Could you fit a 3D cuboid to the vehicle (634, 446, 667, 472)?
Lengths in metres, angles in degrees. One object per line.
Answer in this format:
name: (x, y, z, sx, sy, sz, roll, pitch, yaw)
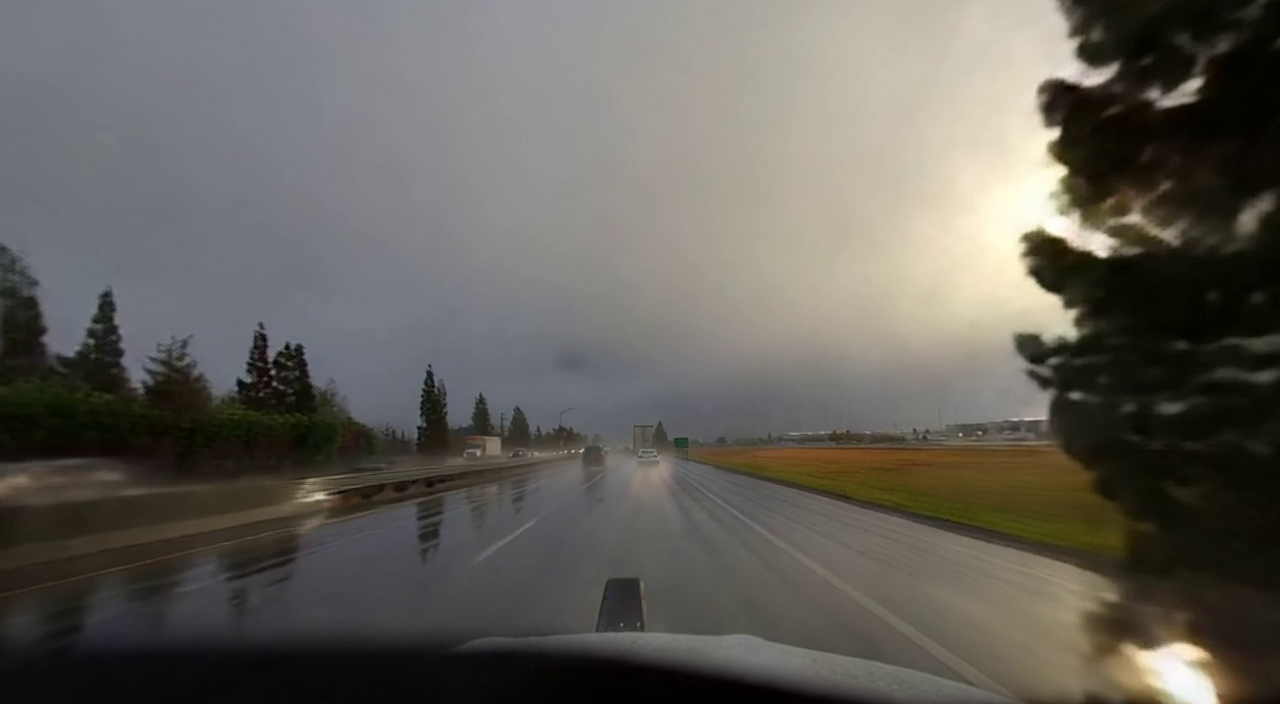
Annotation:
vehicle: (0.627, 7.032, 41.653, 1.992, 1.593, 3.937, 0, -9, -1)
